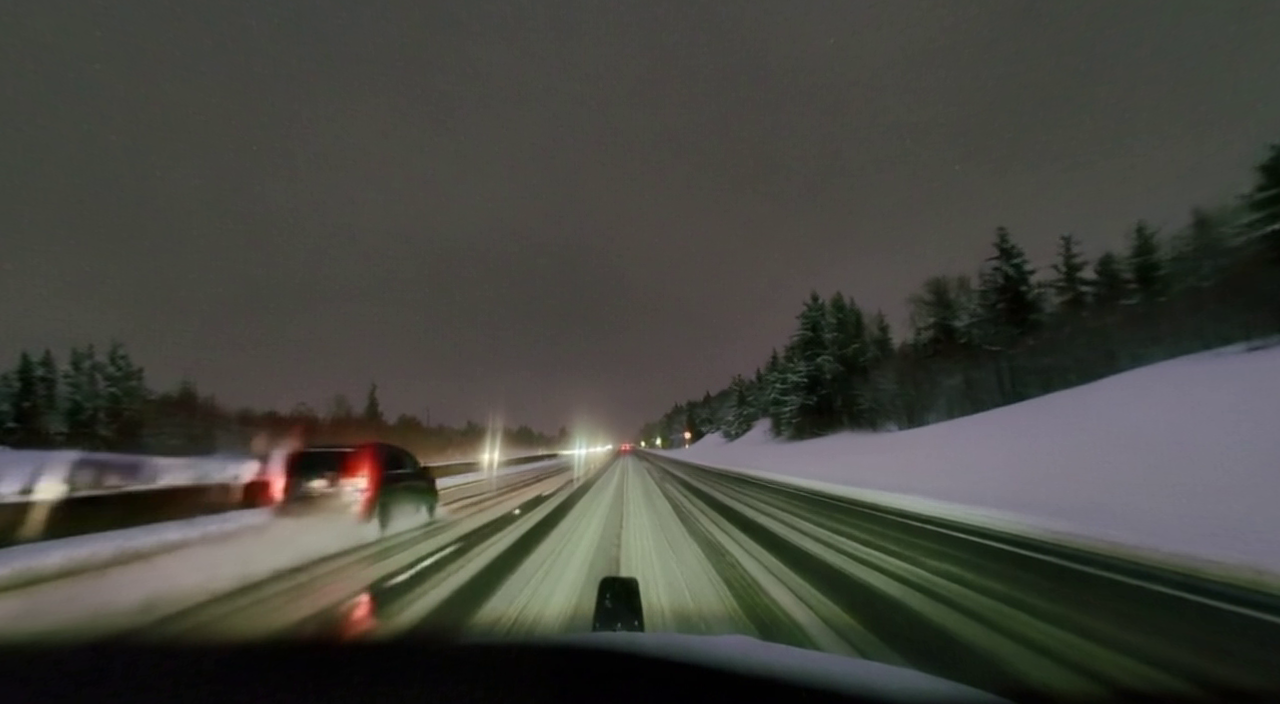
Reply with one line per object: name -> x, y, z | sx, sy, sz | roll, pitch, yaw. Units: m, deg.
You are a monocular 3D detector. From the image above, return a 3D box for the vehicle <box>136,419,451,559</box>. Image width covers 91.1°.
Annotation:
vehicle -> -4.652, 1.907, 9.501 | 2.139, 1.577, 4.546 | 0, -9, 0

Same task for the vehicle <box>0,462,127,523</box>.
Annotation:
vehicle -> -17.146, 3.921, 17.908 | 1.843, 1.455, 3.770 | 0, -9, -1
